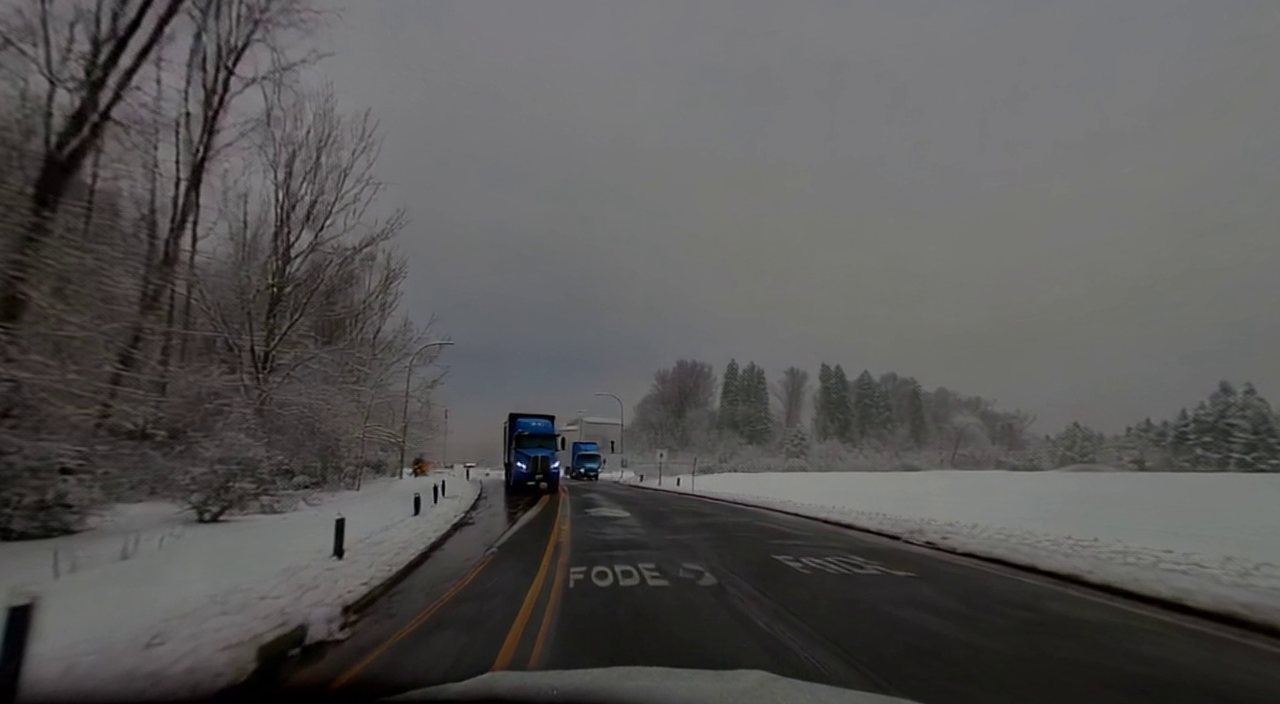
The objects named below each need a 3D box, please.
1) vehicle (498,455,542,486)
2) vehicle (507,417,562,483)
[{"bbox_3d":[-6.440,6.426,34.142,2.039,1.536,3.648,2,-10,-6],"label":"vehicle"},{"bbox_3d":[-7.078,6.852,43.231,3.025,4.012,8.399,2,-11,-6],"label":"vehicle"}]
